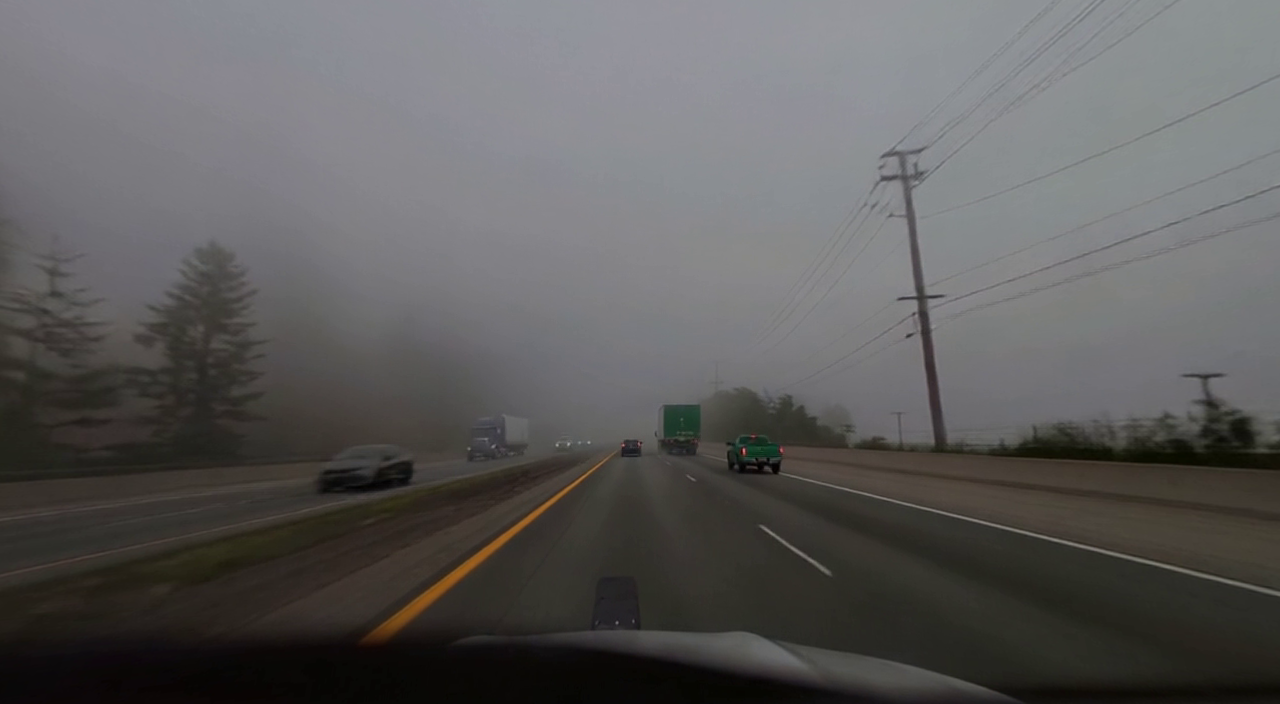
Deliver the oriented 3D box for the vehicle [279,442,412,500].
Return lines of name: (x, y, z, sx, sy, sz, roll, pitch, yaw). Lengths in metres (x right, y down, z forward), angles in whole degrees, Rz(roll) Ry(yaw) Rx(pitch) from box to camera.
vehicle: (-8.796, 3.553, 19.364, 1.915, 1.484, 4.561, 0, -8, 0)

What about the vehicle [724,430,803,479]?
vehicle: (4.355, 3.658, 22.876, 1.930, 1.573, 3.853, 0, -8, -2)

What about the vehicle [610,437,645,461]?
vehicle: (-0.828, 6.269, 41.045, 2.163, 1.466, 3.693, 0, -8, -1)
